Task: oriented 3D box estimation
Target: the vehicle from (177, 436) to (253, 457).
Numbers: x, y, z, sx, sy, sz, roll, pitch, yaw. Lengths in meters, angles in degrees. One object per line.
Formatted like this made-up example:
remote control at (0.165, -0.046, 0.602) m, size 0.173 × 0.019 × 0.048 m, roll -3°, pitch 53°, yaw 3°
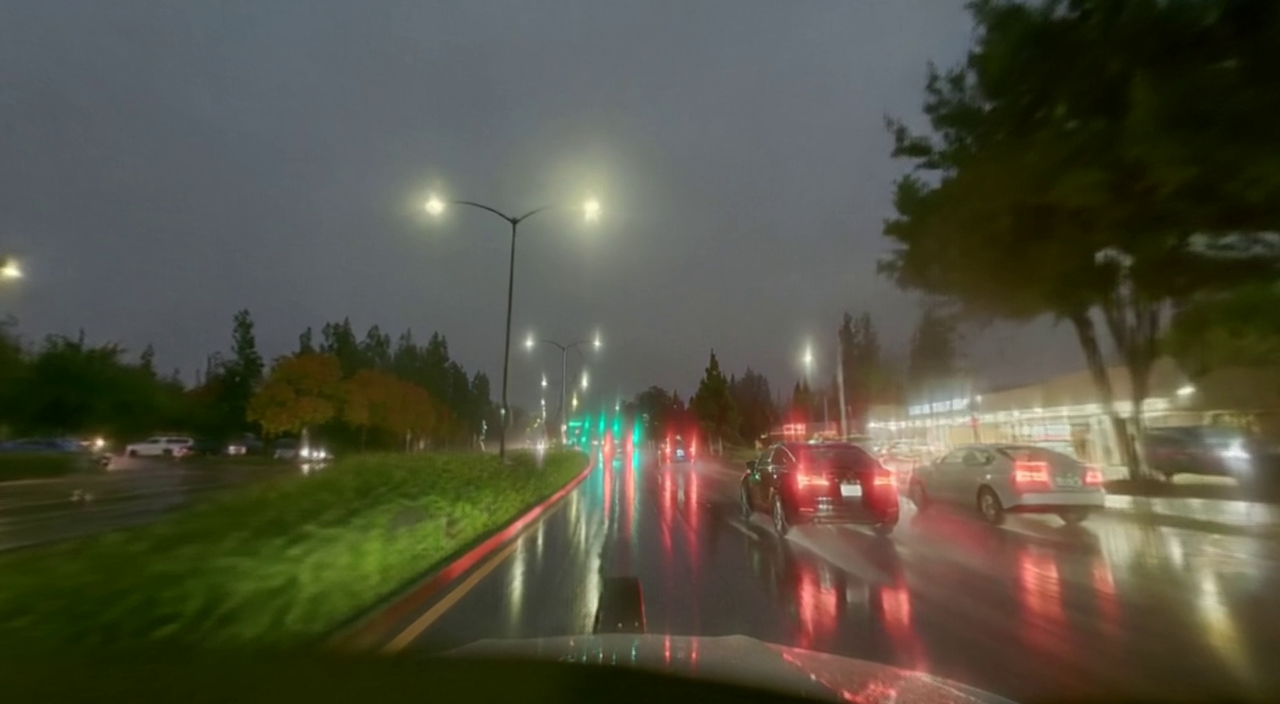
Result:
vehicle at (-31.346, 6.975, 46.476) m, size 4.040 × 1.501 × 2.088 m, roll 1°, pitch -8°, yaw -5°

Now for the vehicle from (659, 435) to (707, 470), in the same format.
vehicle at (2.283, 5.445, 34.318) m, size 2.000 × 1.745 × 4.206 m, roll 1°, pitch -8°, yaw -4°

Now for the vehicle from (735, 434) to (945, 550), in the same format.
vehicle at (2.864, 2.092, 10.159) m, size 1.883 × 1.452 × 4.258 m, roll 0°, pitch -8°, yaw -2°

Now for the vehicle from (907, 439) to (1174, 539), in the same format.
vehicle at (6.817, 2.332, 11.437) m, size 1.917 × 1.457 × 4.274 m, roll 0°, pitch -8°, yaw -2°

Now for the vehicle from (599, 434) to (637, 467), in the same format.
vehicle at (-1.384, 5.872, 37.671) m, size 2.051 × 1.798 × 4.168 m, roll 1°, pitch -8°, yaw -5°
